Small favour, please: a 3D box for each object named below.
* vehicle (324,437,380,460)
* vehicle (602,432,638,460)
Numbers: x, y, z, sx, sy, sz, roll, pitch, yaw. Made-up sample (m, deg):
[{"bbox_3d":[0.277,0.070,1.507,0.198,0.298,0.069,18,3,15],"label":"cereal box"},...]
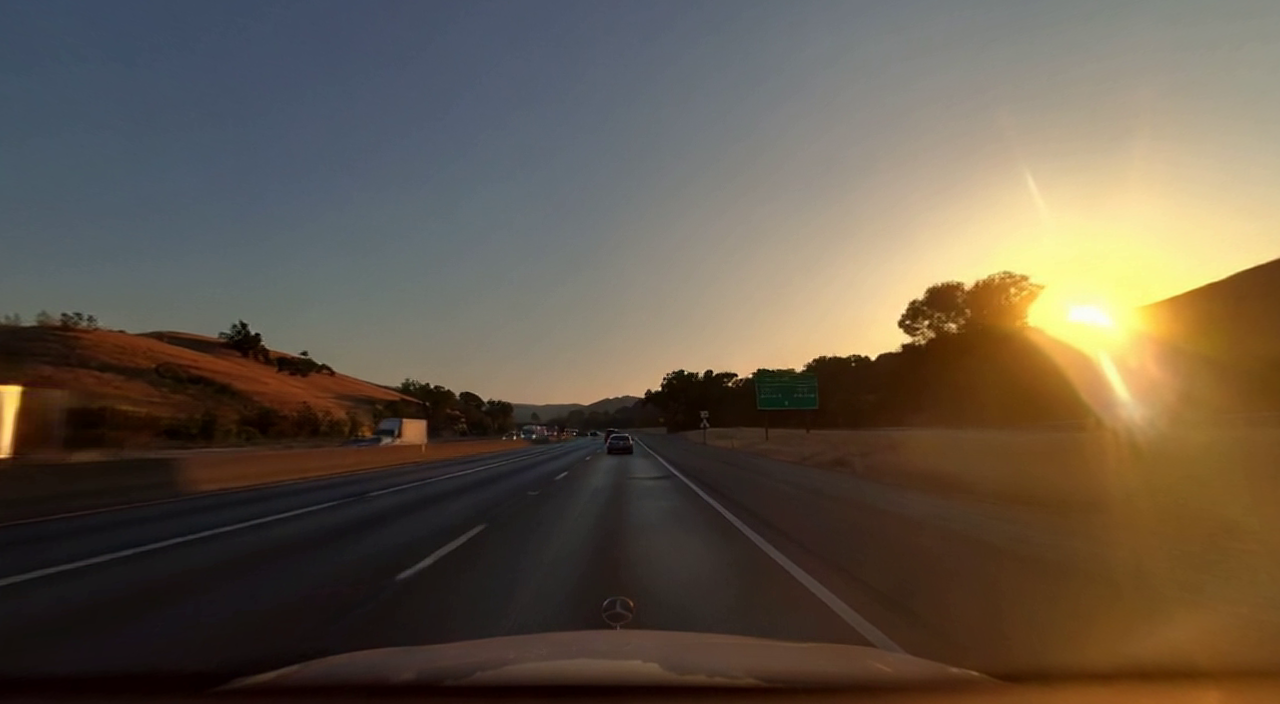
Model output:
[{"bbox_3d":[-20.303,6.802,44.543,1.900,1.509,4.555,0,-8,-2],"label":"vehicle"},{"bbox_3d":[-1.130,5.305,35.687,1.948,1.470,3.913,0,-8,-2],"label":"vehicle"}]
